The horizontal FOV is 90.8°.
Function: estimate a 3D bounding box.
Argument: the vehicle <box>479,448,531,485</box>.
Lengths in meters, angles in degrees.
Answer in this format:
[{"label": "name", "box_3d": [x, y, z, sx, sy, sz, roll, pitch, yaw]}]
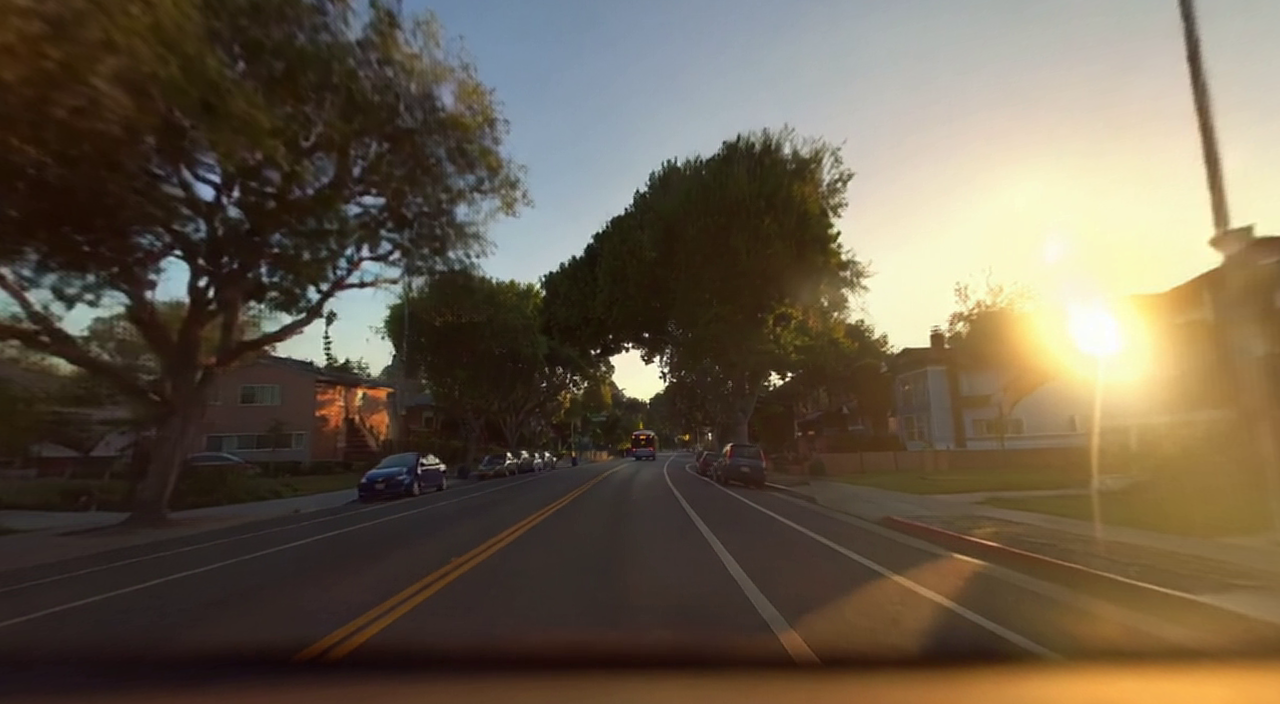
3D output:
[{"label": "vehicle", "box_3d": [-7.700, 6.526, 36.439, 1.898, 1.755, 4.603, -5, -8, 0]}]

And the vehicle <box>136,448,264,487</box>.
[{"label": "vehicle", "box_3d": [-19.811, 5.195, 28.586, 4.197, 1.659, 2.059, 0, -8, 0]}]

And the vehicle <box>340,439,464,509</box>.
[{"label": "vehicle", "box_3d": [-7.953, 4.071, 21.733, 2.094, 1.840, 5.450, -6, -8, 0]}]

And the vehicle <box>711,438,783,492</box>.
[{"label": "vehicle", "box_3d": [4.332, 4.661, 26.343, 2.060, 1.833, 4.927, 5, -9, 1]}]
